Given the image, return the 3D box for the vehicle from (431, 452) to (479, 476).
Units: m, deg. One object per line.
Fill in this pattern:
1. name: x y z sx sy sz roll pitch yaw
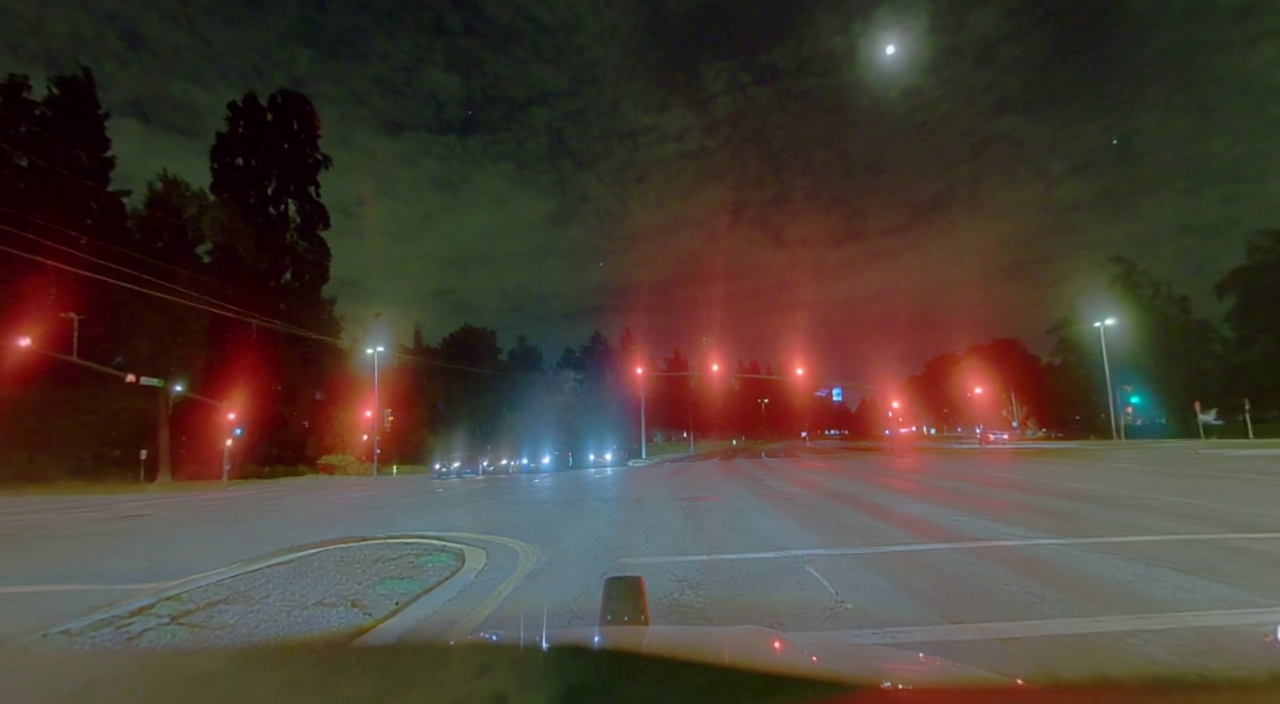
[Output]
1. vehicle: -13.409 8.119 45.994 2.101 1.637 4.304 0 -9 1

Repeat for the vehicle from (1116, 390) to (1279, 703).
1. vehicle: 3.058 0.617 0.432 1.978 1.468 4.544 0 -9 1

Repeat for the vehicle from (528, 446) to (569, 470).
1. vehicle: -6.556 7.612 45.508 2.126 1.657 4.307 -1 -9 2

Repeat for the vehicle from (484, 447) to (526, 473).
1. vehicle: -9.791 7.840 45.944 2.064 1.725 4.243 0 -9 1
